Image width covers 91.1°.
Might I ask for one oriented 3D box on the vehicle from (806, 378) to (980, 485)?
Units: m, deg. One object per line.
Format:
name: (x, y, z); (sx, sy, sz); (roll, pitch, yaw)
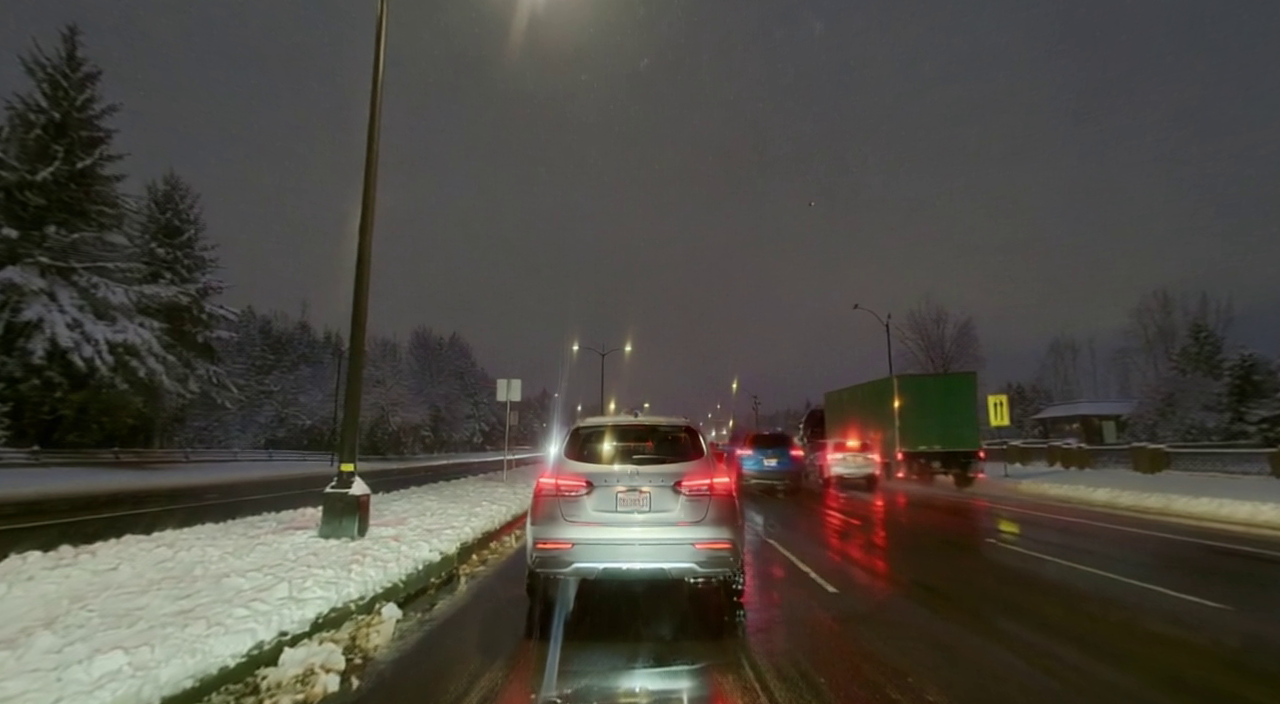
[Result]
vehicle: (10.942, 3.792, 29.089); (3.025, 3.993, 11.243); (0, -9, -2)

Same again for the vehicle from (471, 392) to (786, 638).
vehicle: (-0.100, 1.428, 6.452); (2.172, 1.694, 4.055); (0, -9, -1)

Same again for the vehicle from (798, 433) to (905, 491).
vehicle: (7.266, 3.823, 22.160); (2.024, 1.810, 4.807); (0, -9, -1)
